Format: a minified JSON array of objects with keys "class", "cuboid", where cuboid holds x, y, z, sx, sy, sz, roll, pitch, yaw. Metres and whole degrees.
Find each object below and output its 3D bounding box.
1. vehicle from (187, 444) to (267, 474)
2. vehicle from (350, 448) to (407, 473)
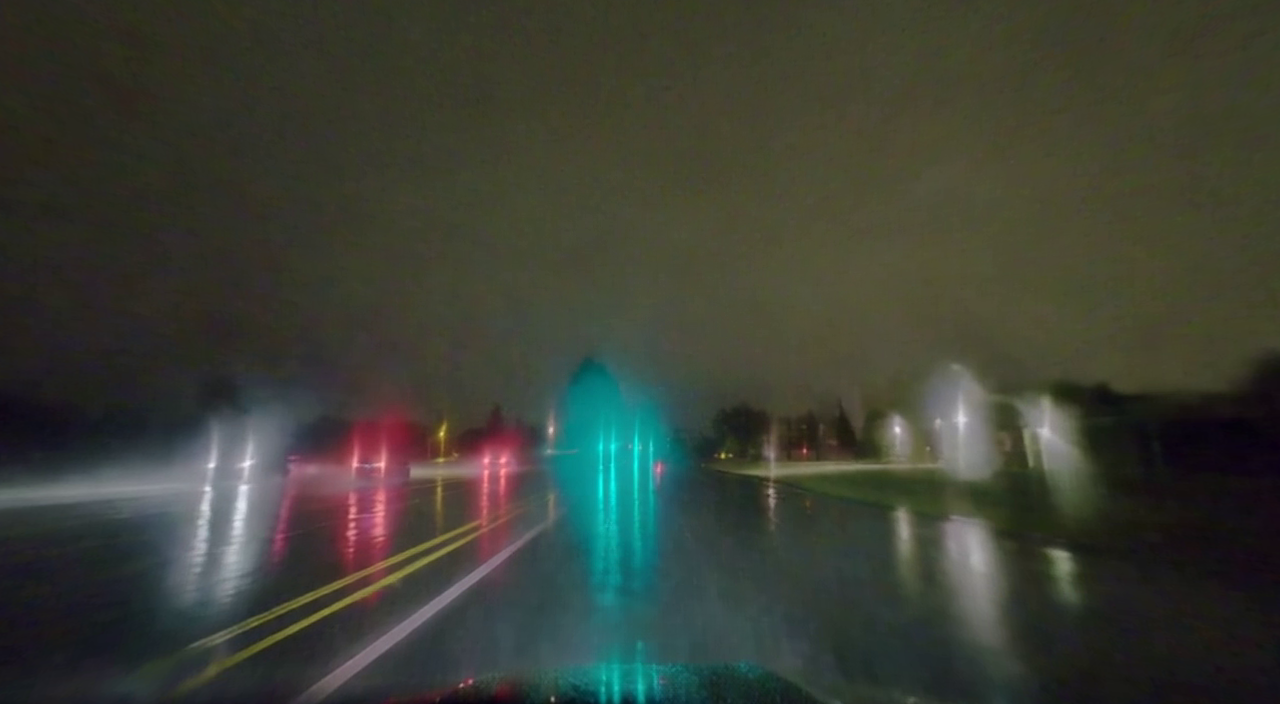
[{"class":"vehicle","cuboid":[-30.513,7.900,46.832,2.204,2.020,5.494,0,-9,0]},{"class":"vehicle","cuboid":[-17.015,7.070,41.196,1.955,1.533,4.097,0,-9,0]}]
